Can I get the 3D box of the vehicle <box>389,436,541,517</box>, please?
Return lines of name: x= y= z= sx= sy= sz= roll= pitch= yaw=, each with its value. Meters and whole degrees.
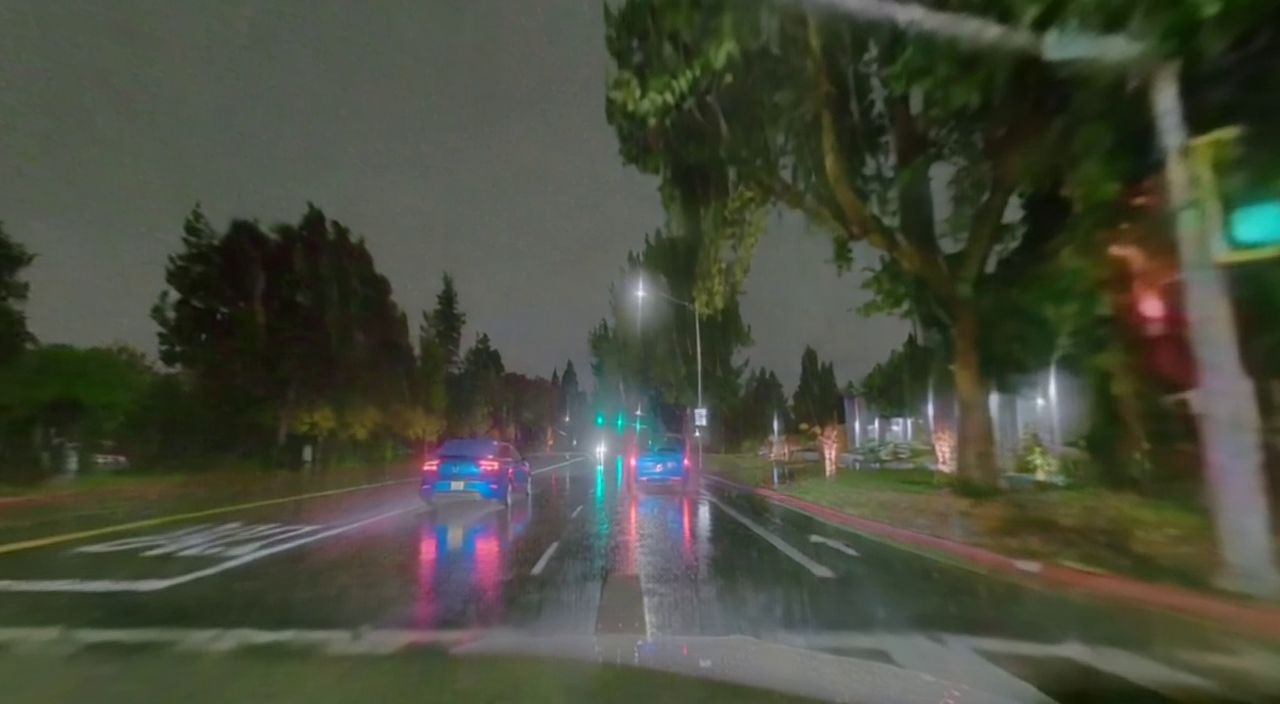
vehicle: x=-3.466 y=2.533 z=13.393 sx=2.036 sy=1.447 sz=4.044 roll=0 pitch=-8 yaw=0

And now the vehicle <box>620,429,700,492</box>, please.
vehicle: x=0.497 y=3.455 z=20.475 sx=2.215 sy=1.799 sz=4.426 roll=0 pitch=-8 yaw=-3

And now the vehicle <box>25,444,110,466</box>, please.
vehicle: x=-40.704 y=7.328 z=44.917 sx=1.856 sy=1.459 sz=4.521 roll=0 pitch=-8 yaw=-1
